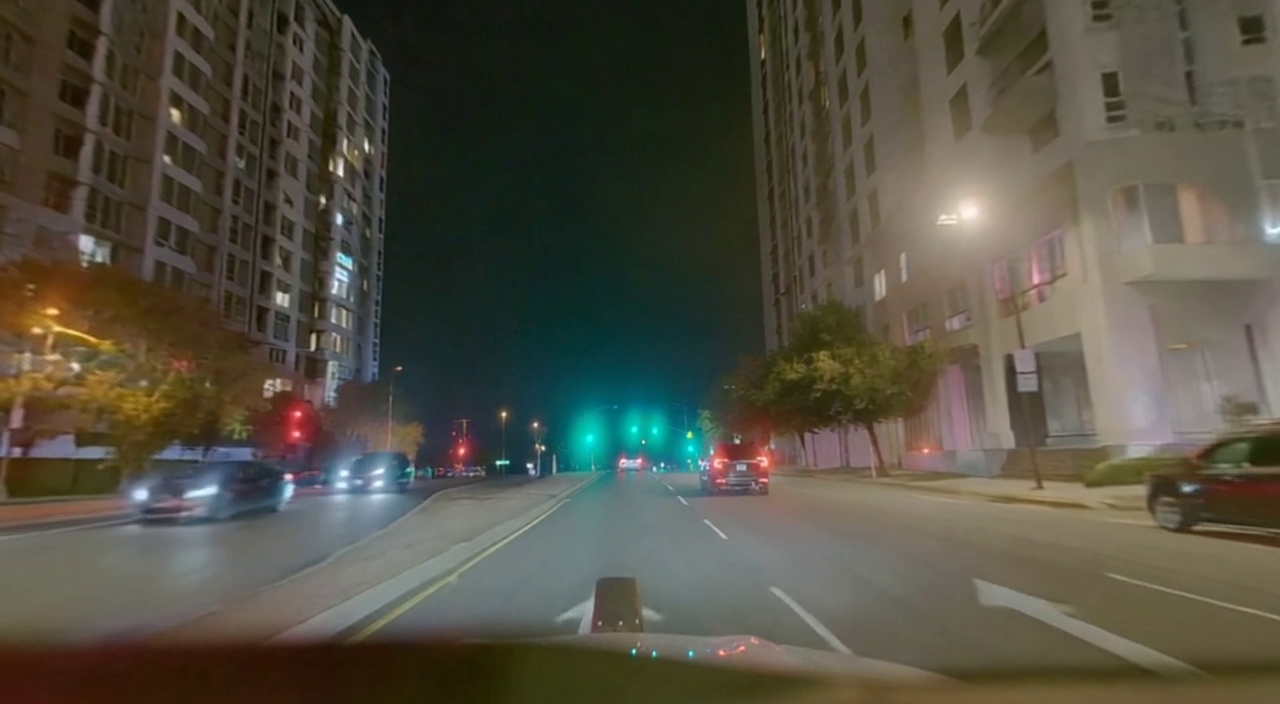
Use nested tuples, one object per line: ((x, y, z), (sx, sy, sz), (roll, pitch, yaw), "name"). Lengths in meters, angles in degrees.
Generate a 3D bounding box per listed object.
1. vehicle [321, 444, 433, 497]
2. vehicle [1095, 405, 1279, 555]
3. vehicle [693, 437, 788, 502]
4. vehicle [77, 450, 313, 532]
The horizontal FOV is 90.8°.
((-9.559, 4.311, 23.520), (1.939, 1.744, 5.079), (0, -8, 0), "vehicle")
((10.275, 1.821, 9.289), (5.208, 1.958, 2.237), (-1, -8, 8), "vehicle")
((3.101, 3.739, 20.608), (2.129, 1.844, 4.767), (0, -8, -2), "vehicle")
((-9.377, 2.906, 13.911), (1.905, 1.451, 4.425), (0, -8, 1), "vehicle")
